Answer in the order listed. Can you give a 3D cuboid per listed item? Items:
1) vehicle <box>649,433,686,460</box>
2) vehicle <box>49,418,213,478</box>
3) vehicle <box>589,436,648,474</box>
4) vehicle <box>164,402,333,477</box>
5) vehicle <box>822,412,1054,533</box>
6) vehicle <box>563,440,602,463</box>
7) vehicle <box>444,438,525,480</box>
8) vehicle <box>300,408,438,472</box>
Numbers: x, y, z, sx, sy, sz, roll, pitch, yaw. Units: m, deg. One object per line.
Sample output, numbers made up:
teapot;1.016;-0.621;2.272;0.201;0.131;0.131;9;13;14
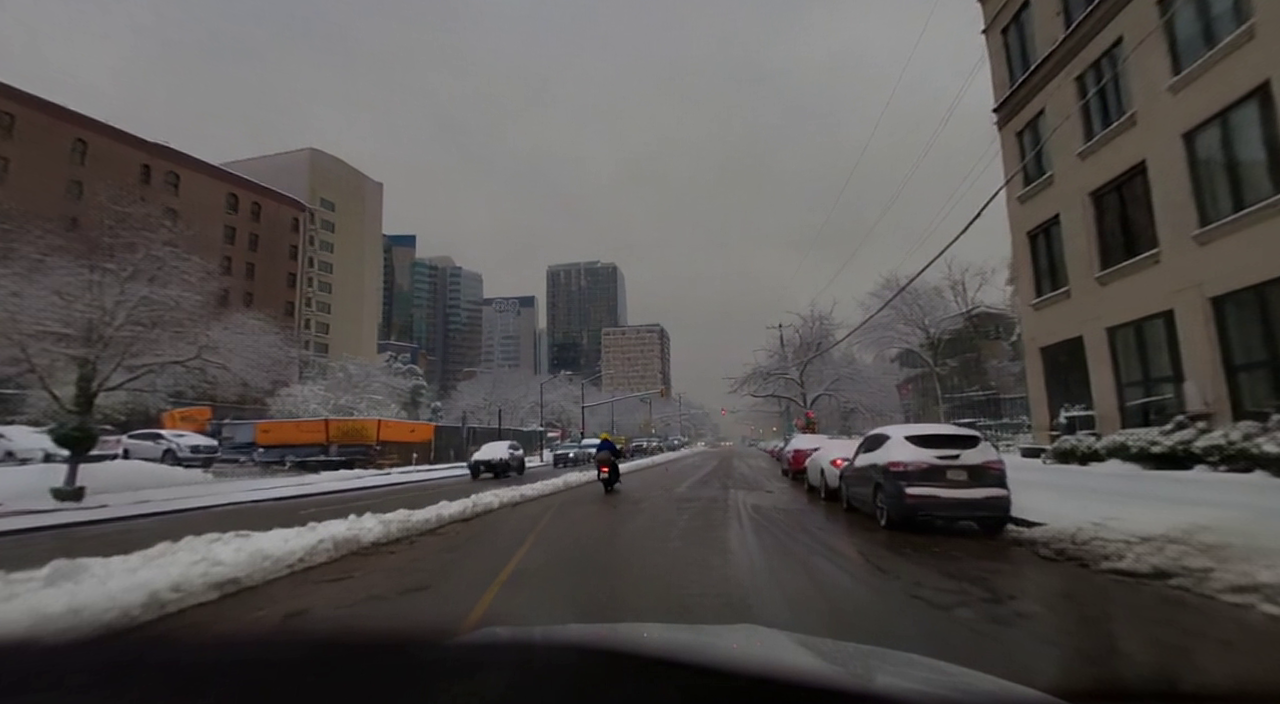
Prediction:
vehicle;2.179;7.212;48.238;2.295;1.929;5.498;-1;-8;8
vehicle;-27.258;5.172;34.303;2.933;2.907;6.416;-2;-8;9
vehicle;-0.876;4.615;28.559;1.925;1.602;4.090;-1;-8;9
vehicle;-20.704;4.709;34.345;3.283;3.441;8.669;-2;-7;4
vehicle;5.307;2.228;12.357;2.387;1.820;5.286;-1;-8;6
vehicle;-4.207;7.450;47.106;2.105;1.509;4.753;-3;-11;4
vehicle;-7.083;4.900;29.326;2.053;1.771;4.684;-1;-8;7
vehicle;-14.864;5.000;35.791;2.990;3.144;9.080;-1;-8;6
